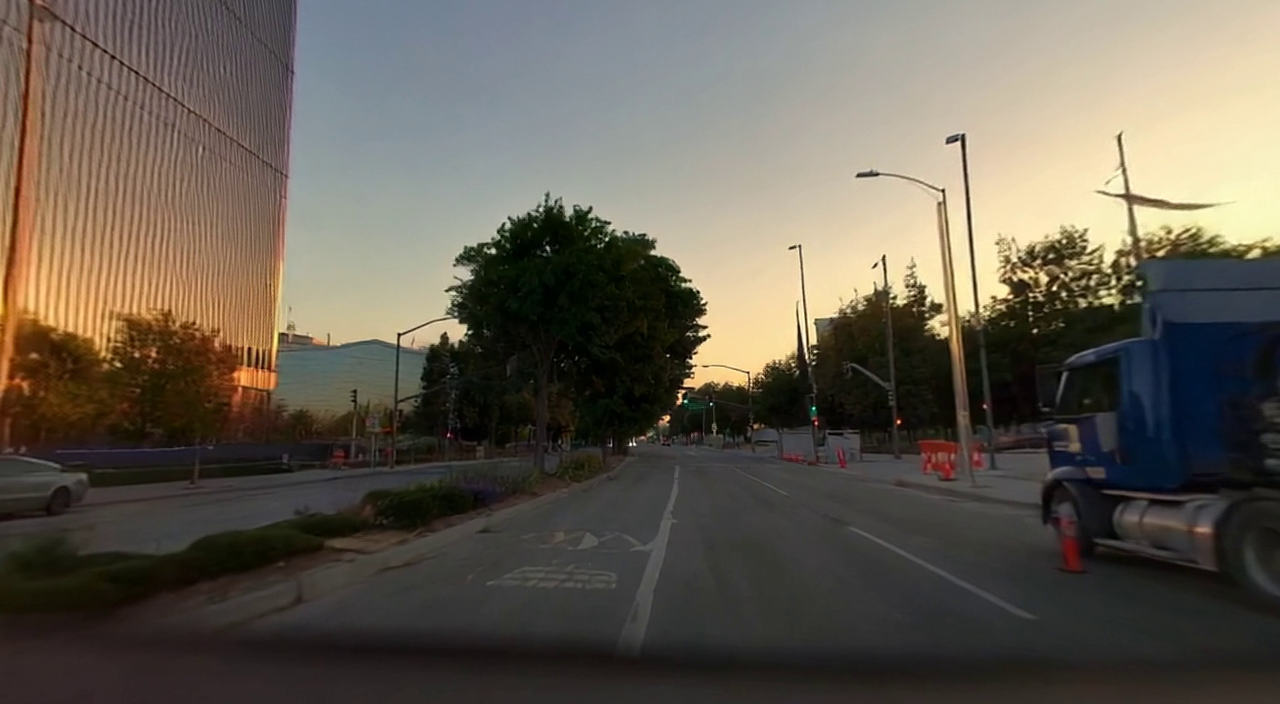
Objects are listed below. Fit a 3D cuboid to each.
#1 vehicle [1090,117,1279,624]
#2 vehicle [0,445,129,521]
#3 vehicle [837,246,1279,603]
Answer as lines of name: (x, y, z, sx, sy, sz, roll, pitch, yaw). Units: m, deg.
vehicle: (6.421, -0.289, 1.940, 3.176, 3.913, 9.805, 0, -8, 3)
vehicle: (-15.136, 3.042, 14.887, 1.925, 1.665, 4.893, 0, -8, 2)
vehicle: (6.877, 1.481, 12.215, 3.016, 4.240, 9.383, 0, -9, 0)
